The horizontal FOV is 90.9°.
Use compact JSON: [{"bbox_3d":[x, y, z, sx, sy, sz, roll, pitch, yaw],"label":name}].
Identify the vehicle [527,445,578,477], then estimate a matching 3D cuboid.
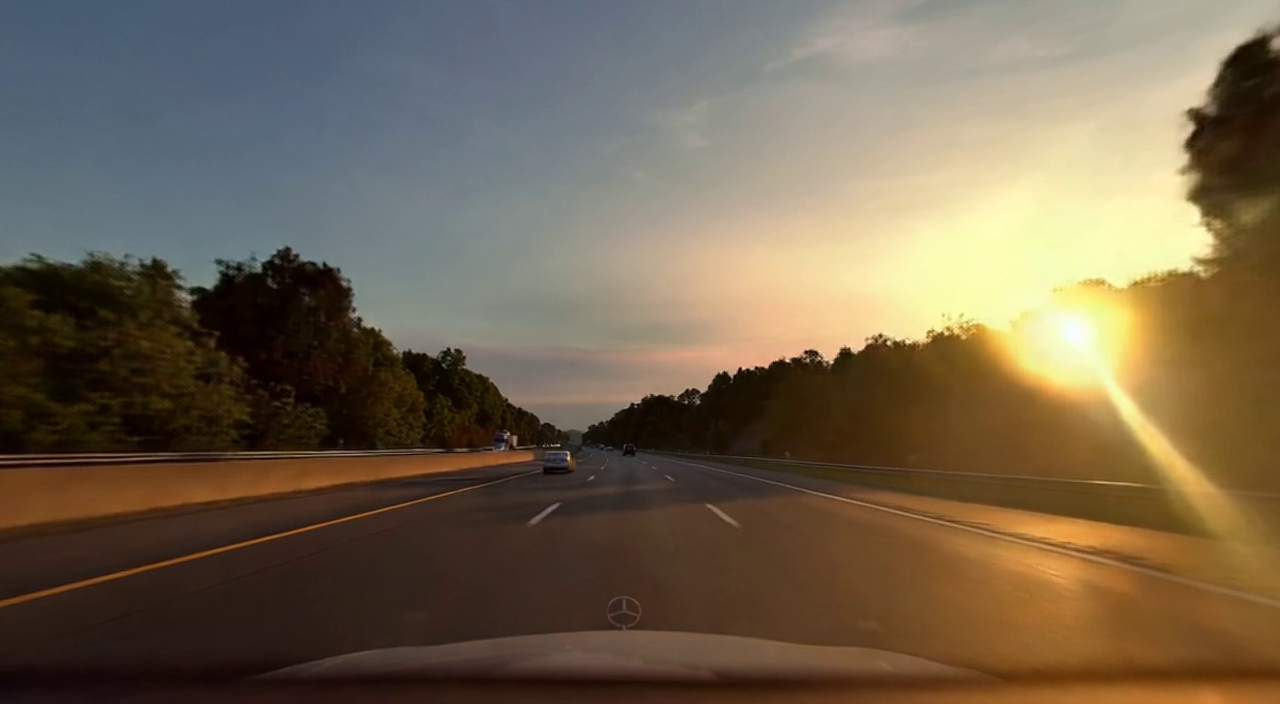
[{"bbox_3d":[-4.474,5.657,32.952,2.022,1.513,4.613,0,-9,0],"label":"vehicle"}]
